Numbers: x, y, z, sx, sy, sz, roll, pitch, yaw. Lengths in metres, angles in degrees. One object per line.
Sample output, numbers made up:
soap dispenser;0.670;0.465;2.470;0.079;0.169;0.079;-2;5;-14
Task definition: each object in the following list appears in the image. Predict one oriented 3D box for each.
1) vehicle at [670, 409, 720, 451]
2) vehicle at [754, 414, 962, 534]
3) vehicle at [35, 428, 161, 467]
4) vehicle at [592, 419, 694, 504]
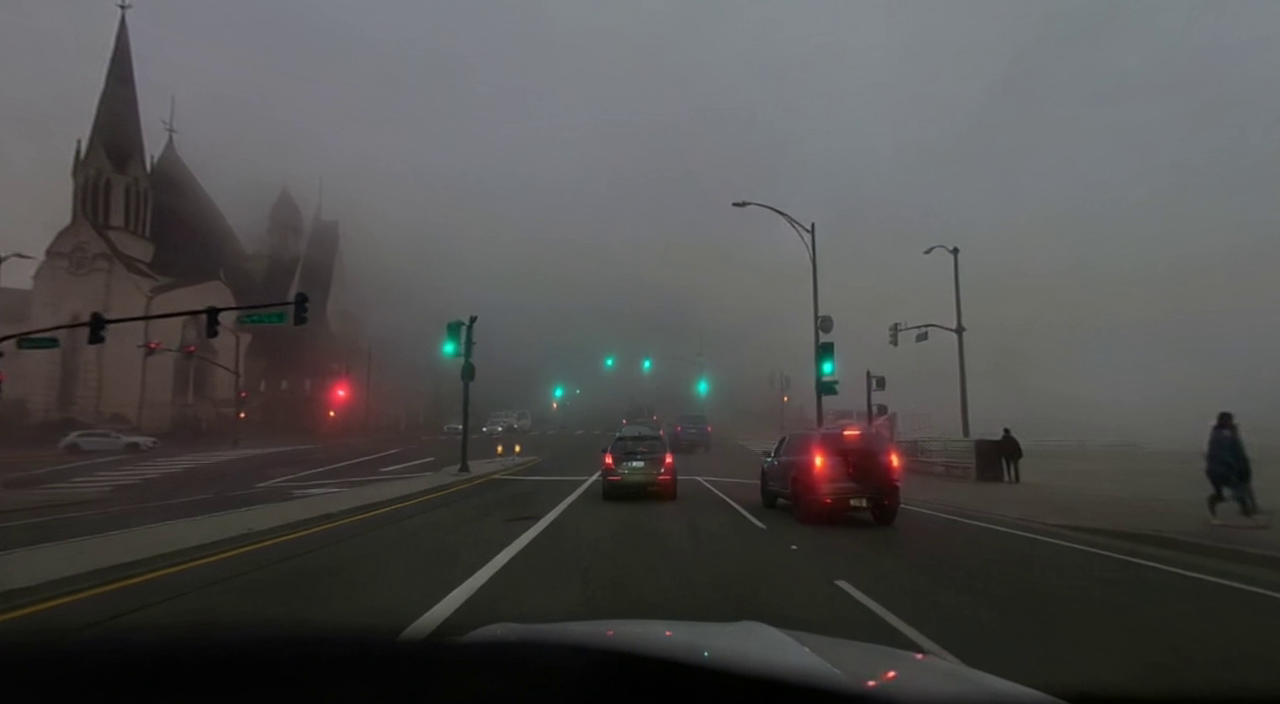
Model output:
vehicle;3.062;4.408;36.432;2.228;1.922;5.335;0;-2;-2
vehicle;3.624;2.135;11.643;2.080;1.735;4.650;0;-8;-1
vehicle;-30.225;5.312;35.382;4.955;1.828;2.268;0;-3;-3
vehicle;0.130;2.640;15.559;2.168;1.776;4.135;0;-8;2
